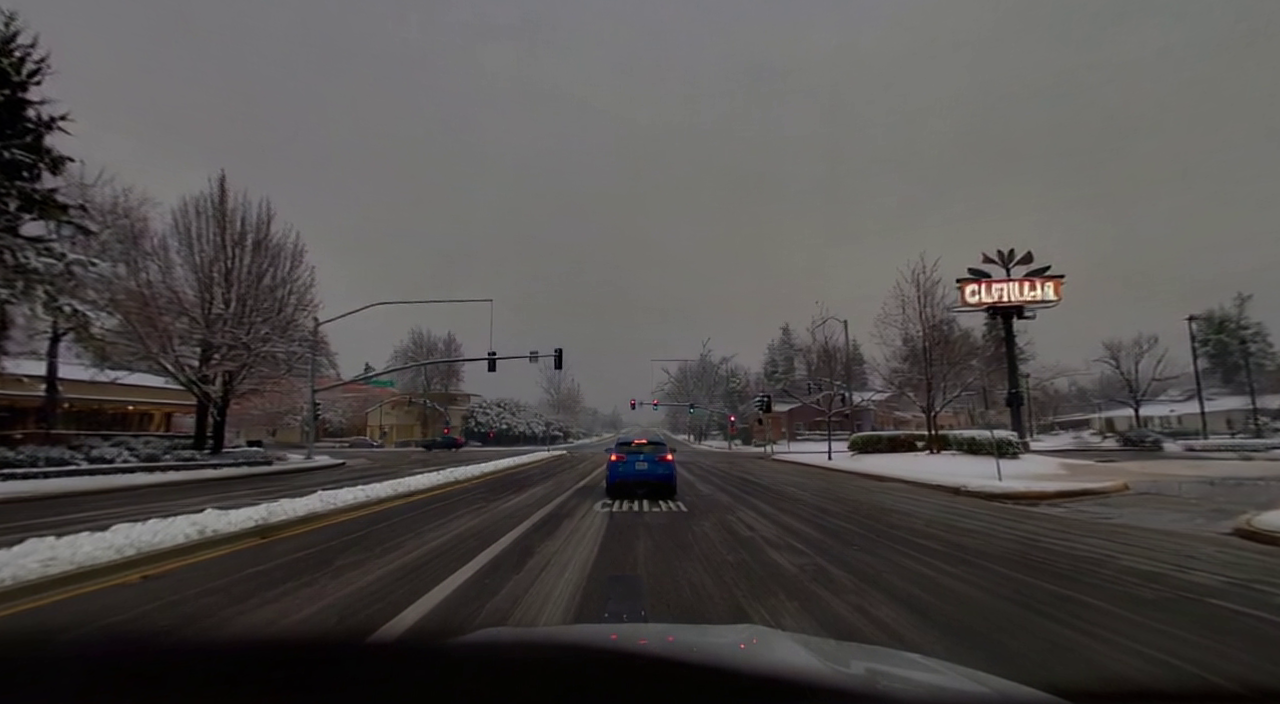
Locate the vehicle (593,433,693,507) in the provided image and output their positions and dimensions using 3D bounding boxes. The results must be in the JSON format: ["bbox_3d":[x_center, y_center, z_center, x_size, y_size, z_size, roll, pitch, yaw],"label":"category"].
[{"bbox_3d":[0.023,2.725,15.101,2.028,1.478,4.545,0,-8,-1],"label":"vehicle"}]
